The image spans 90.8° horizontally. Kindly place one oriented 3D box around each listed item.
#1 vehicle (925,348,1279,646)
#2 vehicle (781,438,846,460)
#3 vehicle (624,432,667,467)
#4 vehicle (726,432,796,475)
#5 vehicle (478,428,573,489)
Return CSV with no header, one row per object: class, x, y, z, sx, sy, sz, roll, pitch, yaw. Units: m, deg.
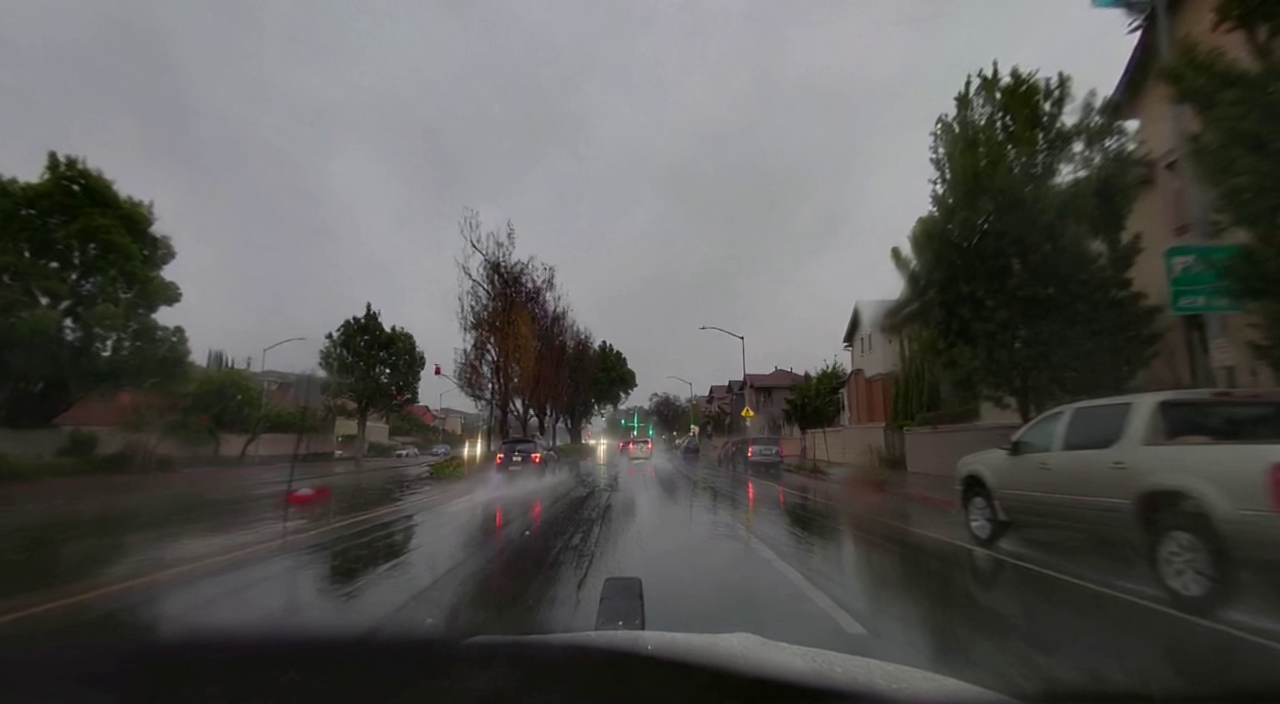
vehicle,5.590,1.319,6.484,2.473,2.021,5.883,0,-9,-1
vehicle,13.343,7.497,48.737,4.443,1.631,1.947,0,-9,-3
vehicle,0.301,5.609,36.315,2.273,1.851,5.075,0,-9,0
vehicle,5.725,4.886,30.673,2.217,1.874,5.660,0,-9,0
vehicle,-3.628,3.499,20.971,2.233,1.775,4.491,0,-9,1
